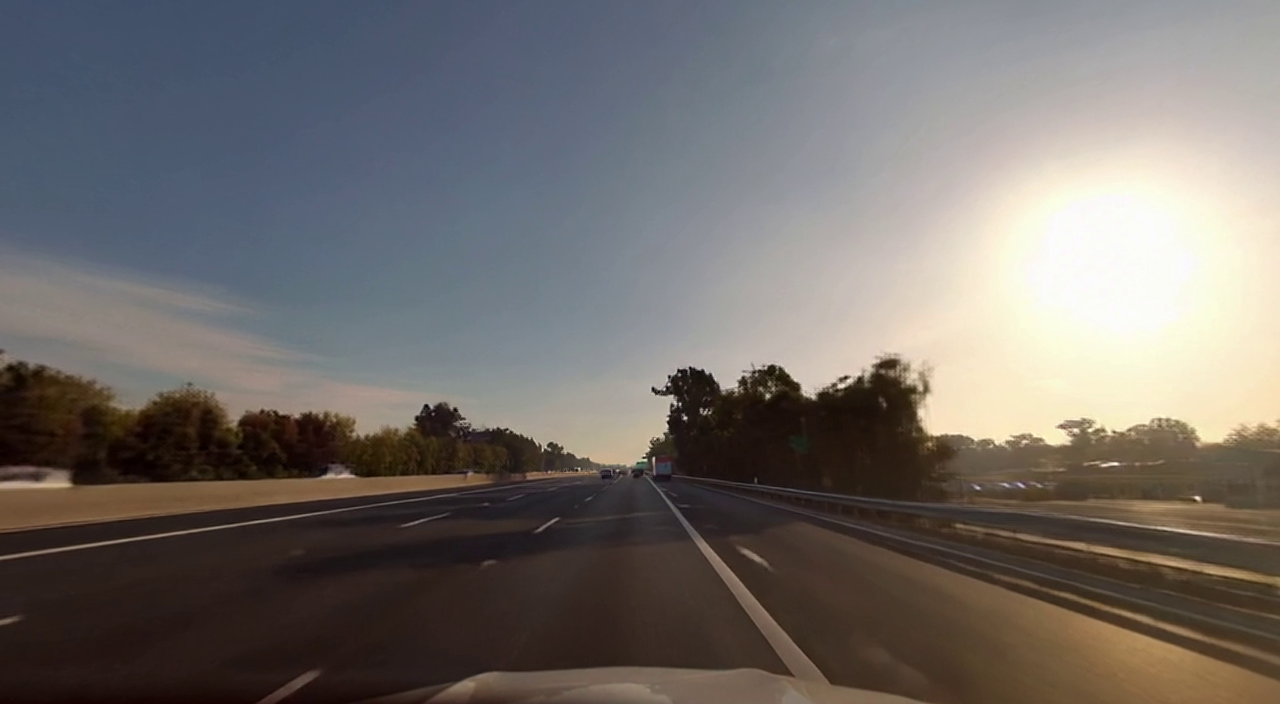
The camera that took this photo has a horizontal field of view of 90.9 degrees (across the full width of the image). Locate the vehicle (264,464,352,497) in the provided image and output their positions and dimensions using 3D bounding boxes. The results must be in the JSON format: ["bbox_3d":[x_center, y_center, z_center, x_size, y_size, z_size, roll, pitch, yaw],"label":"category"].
[{"bbox_3d":[-16.107,6.252,30.846,1.866,1.444,4.404,0,-11,0],"label":"vehicle"}]
